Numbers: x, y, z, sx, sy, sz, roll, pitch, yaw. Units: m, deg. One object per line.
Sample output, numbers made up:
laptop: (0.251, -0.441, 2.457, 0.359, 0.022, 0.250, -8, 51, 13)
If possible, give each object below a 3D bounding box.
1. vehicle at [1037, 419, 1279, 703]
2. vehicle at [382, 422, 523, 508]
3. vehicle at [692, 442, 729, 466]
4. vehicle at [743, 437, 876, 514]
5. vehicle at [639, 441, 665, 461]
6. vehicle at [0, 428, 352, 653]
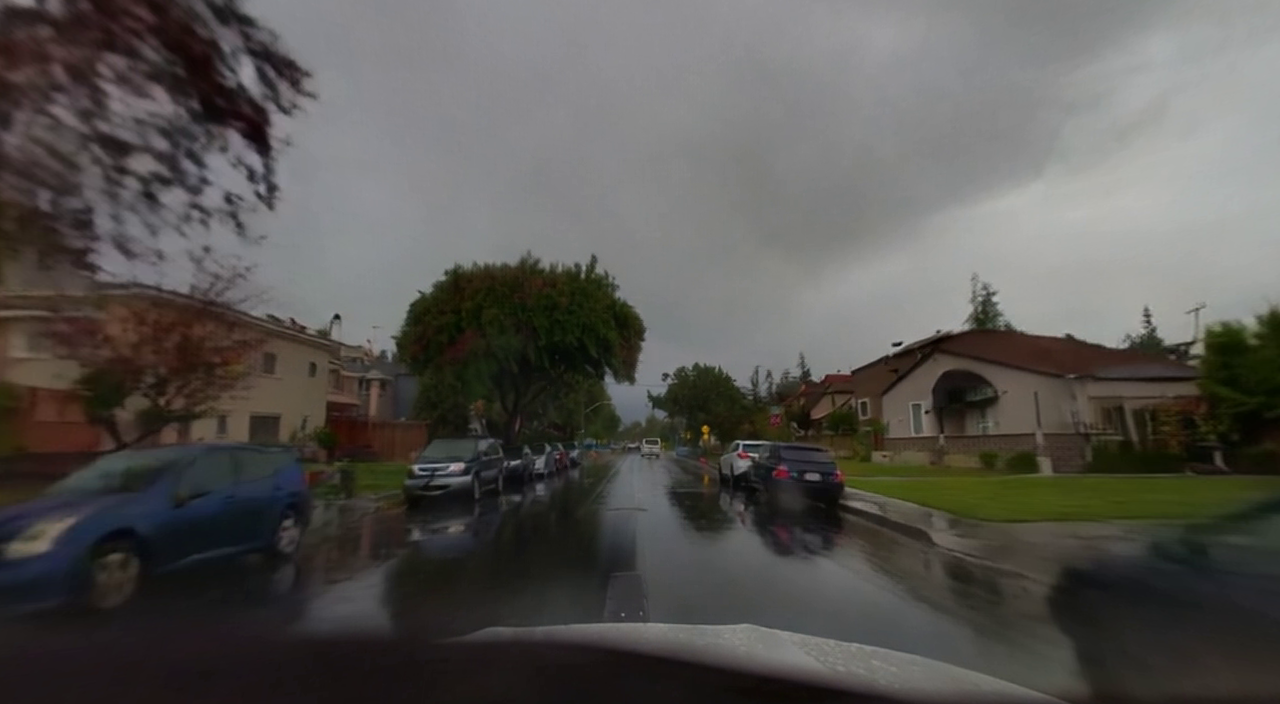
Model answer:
vehicle: (3.600, 0.937, 1.883, 1.871, 1.514, 4.553, 0, -8, 1)
vehicle: (-4.685, 2.899, 16.612, 2.162, 1.857, 4.758, 2, -8, 1)
vehicle: (4.528, 6.609, 40.817, 1.876, 1.477, 4.324, 0, -8, 0)
vehicle: (3.759, 2.809, 14.901, 1.987, 1.518, 4.686, 0, -8, 2)
vehicle: (0.944, 7.795, 49.636, 2.010, 1.499, 4.107, 0, -8, 1)
vehicle: (-5.198, 1.616, 6.713, 1.872, 1.515, 4.535, 1, -8, 3)
